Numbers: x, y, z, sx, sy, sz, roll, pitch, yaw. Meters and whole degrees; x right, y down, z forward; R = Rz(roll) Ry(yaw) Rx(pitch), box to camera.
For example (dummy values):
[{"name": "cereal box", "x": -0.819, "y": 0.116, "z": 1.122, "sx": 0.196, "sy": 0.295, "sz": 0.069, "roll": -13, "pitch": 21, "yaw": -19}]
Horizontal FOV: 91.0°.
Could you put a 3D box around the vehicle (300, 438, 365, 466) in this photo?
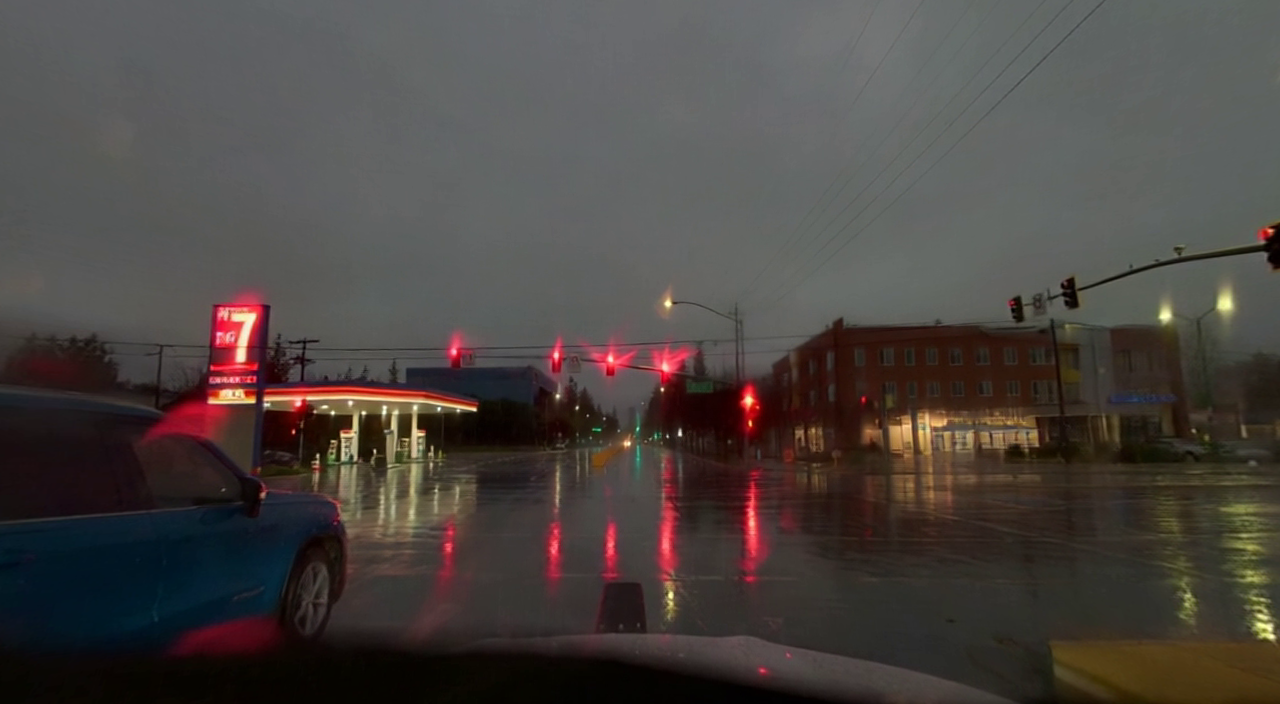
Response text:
[{"name": "vehicle", "x": -20.472, "y": 6.674, "z": 42.135, "sx": 2.004, "sy": 1.699, "sz": 4.486, "roll": 0, "pitch": -9, "yaw": 1}]

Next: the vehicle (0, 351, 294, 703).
[{"name": "vehicle", "x": -3.423, "y": 0.803, "z": 2.041, "sx": 2.053, "sy": 1.690, "sz": 4.364, "roll": 0, "pitch": -9, "yaw": 1}]
